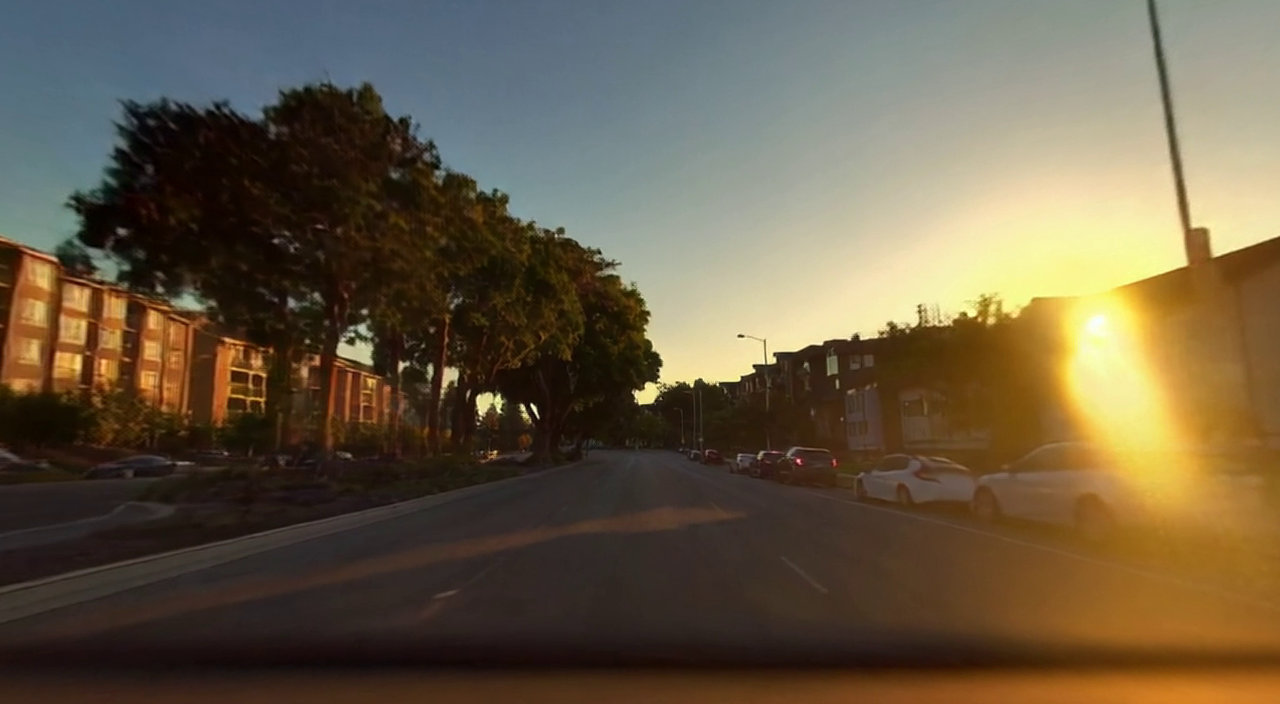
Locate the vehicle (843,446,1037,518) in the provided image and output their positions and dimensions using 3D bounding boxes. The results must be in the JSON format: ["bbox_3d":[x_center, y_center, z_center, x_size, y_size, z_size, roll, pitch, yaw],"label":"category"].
[{"bbox_3d":[7.035,3.068,15.490,2.145,1.470,4.693,1,-9,-5],"label":"vehicle"}]

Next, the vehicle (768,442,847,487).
[{"bbox_3d":[6.801,4.607,26.087,2.078,1.699,4.292,0,-9,-1],"label":"vehicle"}]

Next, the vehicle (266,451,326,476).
[{"bbox_3d":[-25.557,8.270,46.916,1.945,1.694,4.329,0,-9,0],"label":"vehicle"}]

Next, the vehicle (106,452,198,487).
[{"bbox_3d":[-25.828,6.201,33.509,1.730,1.734,4.001,0,-9,-1],"label":"vehicle"}]

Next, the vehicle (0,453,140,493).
[{"bbox_3d":[-25.298,5.326,28.082,1.909,1.579,4.744,-1,-9,3],"label":"vehicle"}]

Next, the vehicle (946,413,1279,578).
[{"bbox_3d":[7.084,2.016,9.723,2.241,1.877,4.810,0,-9,0],"label":"vehicle"}]

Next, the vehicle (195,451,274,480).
[{"bbox_3d":[-25.766,7.206,40.179,1.996,1.650,4.382,0,-9,2],"label":"vehicle"}]
